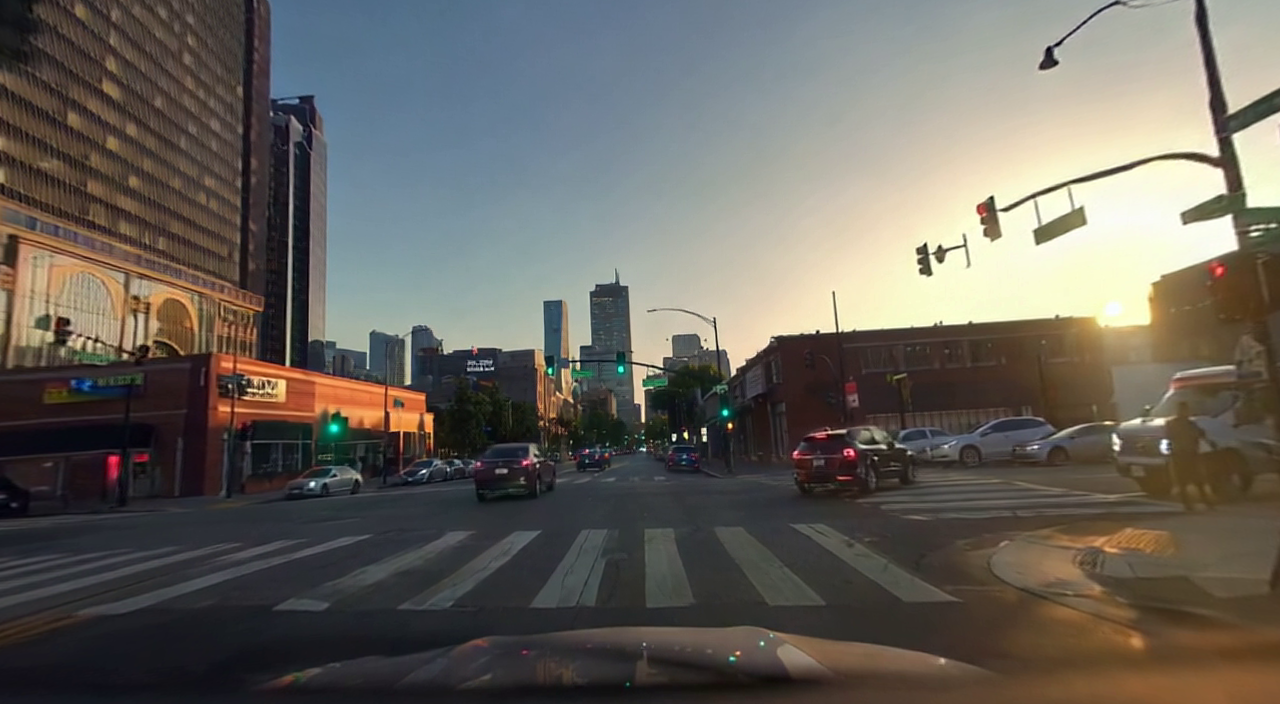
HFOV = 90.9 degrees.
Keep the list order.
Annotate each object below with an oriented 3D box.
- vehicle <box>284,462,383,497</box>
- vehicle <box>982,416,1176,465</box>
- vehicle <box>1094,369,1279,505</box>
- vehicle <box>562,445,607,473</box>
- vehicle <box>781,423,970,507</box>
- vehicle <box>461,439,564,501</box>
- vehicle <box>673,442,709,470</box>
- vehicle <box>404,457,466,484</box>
[{"bbox_3d":[-15.257,6.352,31.687,1.999,1.466,4.535,-2,-9,14],"label":"vehicle"},{"bbox_3d":[13.997,2.859,20.335,4.801,1.497,1.895,0,-8,0],"label":"vehicle"},{"bbox_3d":[11.957,1.537,11.465,5.523,2.219,2.251,0,-8,1],"label":"vehicle"},{"bbox_3d":[-3.037,5.958,35.371,1.916,1.487,4.535,0,-8,2],"label":"vehicle"},{"bbox_3d":[5.206,2.353,13.599,2.153,1.480,4.540,-8,-11,43],"label":"vehicle"},{"bbox_3d":[-3.376,3.192,17.420,1.973,1.496,3.713,0,-8,2],"label":"vehicle"},{"bbox_3d":[3.336,6.925,42.121,1.924,1.765,3.954,0,-8,-2],"label":"vehicle"},{"bbox_3d":[-12.349,7.154,38.312,1.934,1.434,4.636,-1,-8,4],"label":"vehicle"}]
